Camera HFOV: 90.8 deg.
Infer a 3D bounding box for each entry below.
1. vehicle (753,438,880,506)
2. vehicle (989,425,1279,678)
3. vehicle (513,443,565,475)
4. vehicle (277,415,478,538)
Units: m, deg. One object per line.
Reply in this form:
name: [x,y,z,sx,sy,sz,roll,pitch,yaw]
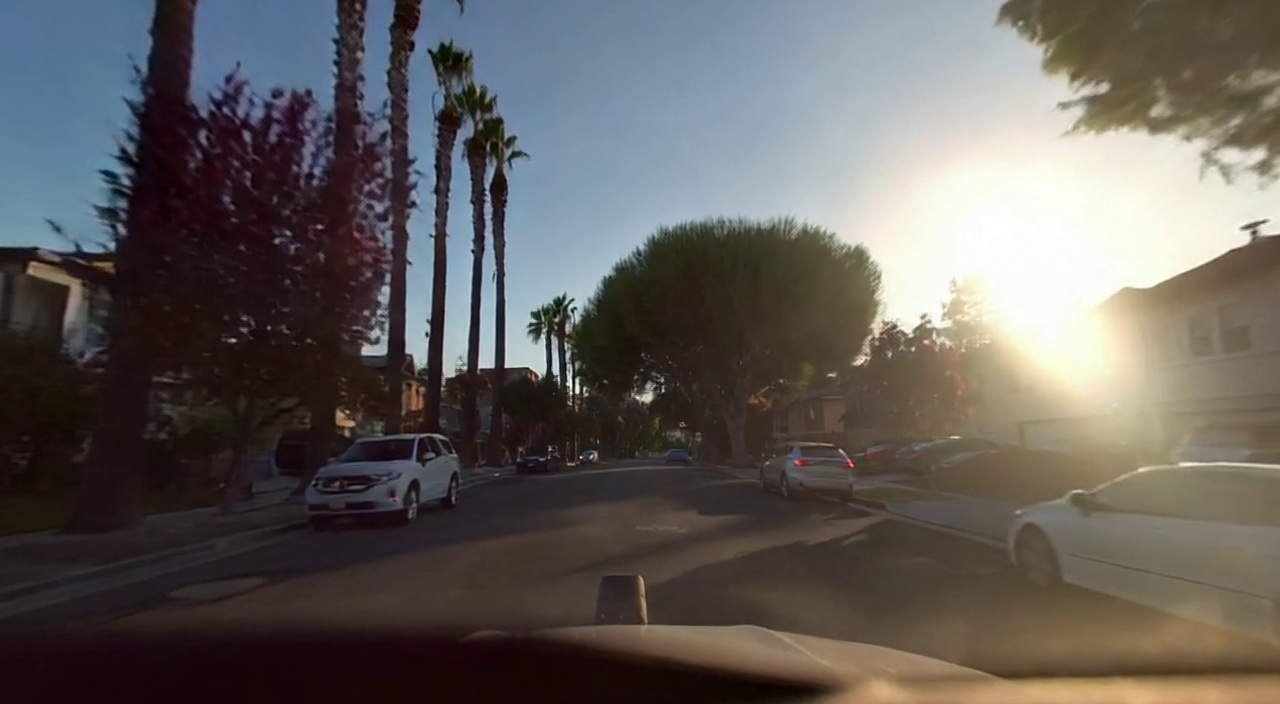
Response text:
vehicle: [4.504,3.117,16.939,1.991,1.554,4.501,0,-9,-1]
vehicle: [4.815,1.389,4.642,2.056,1.464,4.493,5,-9,1]
vehicle: [-5.508,5.902,35.080,2.079,1.486,4.877,-3,-8,-1]
vehicle: [-4.861,2.371,12.737,2.149,1.877,5.082,-1,-9,-4]
